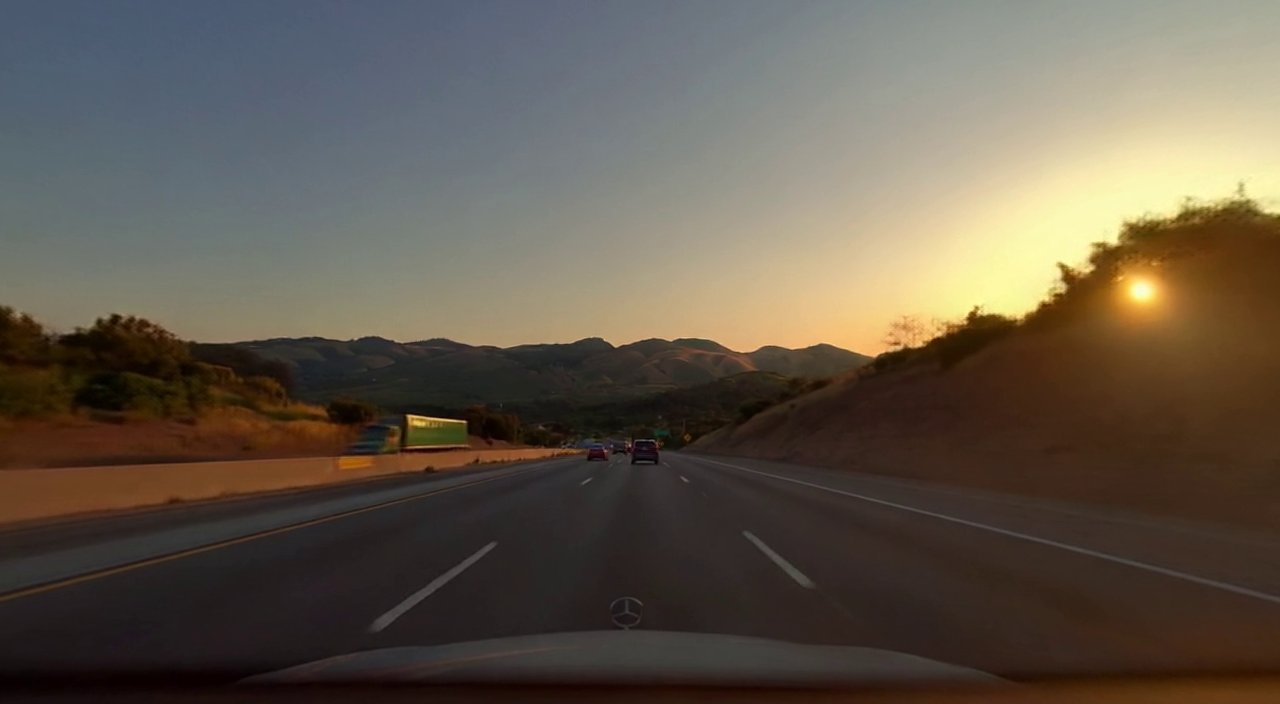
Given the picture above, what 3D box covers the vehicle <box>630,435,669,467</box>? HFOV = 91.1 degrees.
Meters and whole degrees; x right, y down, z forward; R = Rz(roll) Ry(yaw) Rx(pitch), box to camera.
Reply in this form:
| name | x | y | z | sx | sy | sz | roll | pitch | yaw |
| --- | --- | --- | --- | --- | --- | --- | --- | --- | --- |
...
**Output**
| name | x | y | z | sx | sy | sz | roll | pitch | yaw |
| --- | --- | --- | --- | --- | --- | --- | --- | --- | --- |
| vehicle | 0.534 | 6.150 | 39.251 | 2.272 | 1.836 | 4.866 | 0 | -8 | 0 |
